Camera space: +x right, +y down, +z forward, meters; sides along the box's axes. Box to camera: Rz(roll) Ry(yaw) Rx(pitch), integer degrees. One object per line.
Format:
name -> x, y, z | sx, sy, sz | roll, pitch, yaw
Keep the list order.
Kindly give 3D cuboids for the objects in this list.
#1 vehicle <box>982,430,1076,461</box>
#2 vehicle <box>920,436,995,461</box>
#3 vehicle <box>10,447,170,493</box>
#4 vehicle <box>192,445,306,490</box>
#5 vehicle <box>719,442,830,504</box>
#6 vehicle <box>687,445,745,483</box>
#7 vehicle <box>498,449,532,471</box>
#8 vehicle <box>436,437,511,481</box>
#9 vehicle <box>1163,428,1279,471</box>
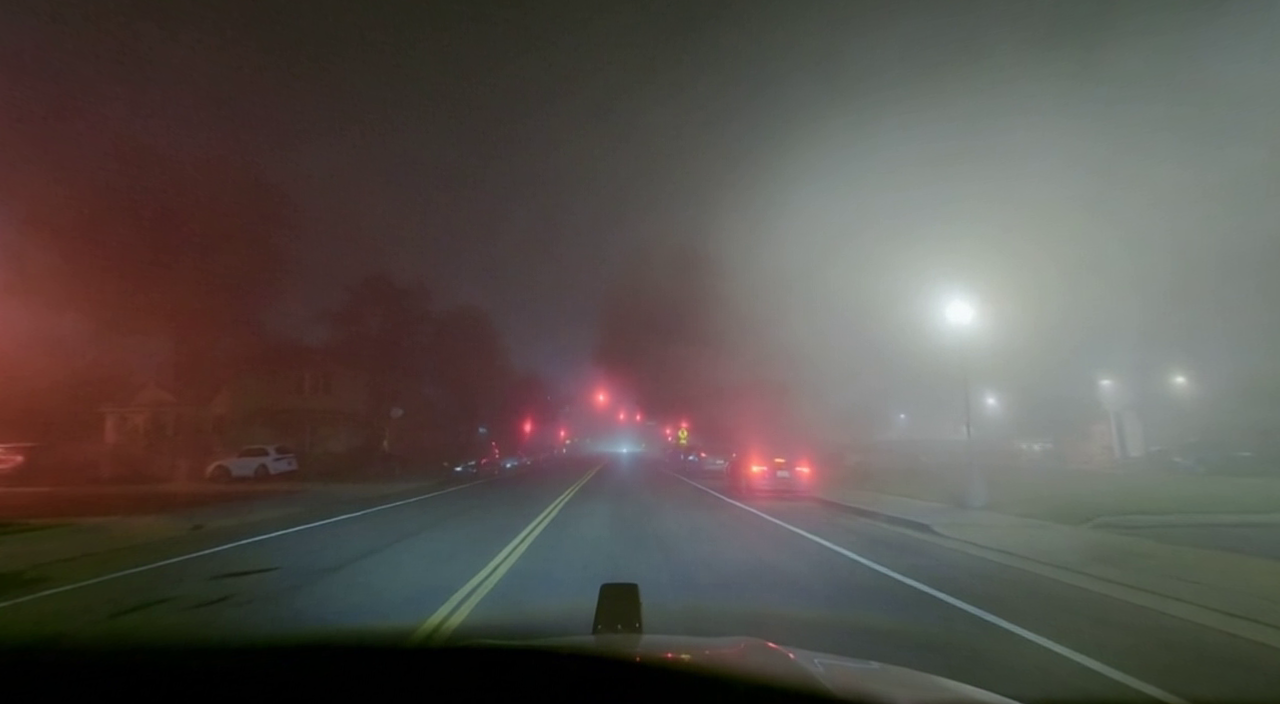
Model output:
vehicle -> 24.380, 5.894, 39.733 | 4.476, 1.795, 2.055 | -1, -9, -2
vehicle -> 24.273, 7.423, 48.423 | 4.599, 1.759, 2.060 | -1, -9, -1
vehicle -> -20.597, 4.398, 23.995 | 1.959, 1.485, 4.666 | -2, -9, -1
vehicle -> -14.810, 4.370, 24.235 | 1.848, 1.562, 3.827 | 0, -9, 1
vehicle -> 3.705, 3.403, 18.267 | 1.955, 1.536, 4.395 | 1, -9, -4
vehicle -> 3.220, 4.822, 27.566 | 1.809, 1.513, 4.264 | 0, -9, -3
vehicle -> -8.760, 7.591, 44.608 | 1.860, 1.476, 4.594 | 1, -9, -5
vehicle -> -8.316, 5.404, 32.178 | 2.420, 2.004, 5.615 | 0, -9, -2
vehicle -> 24.844, 4.028, 26.252 | 4.213, 1.644, 2.105 | -1, -9, 0
